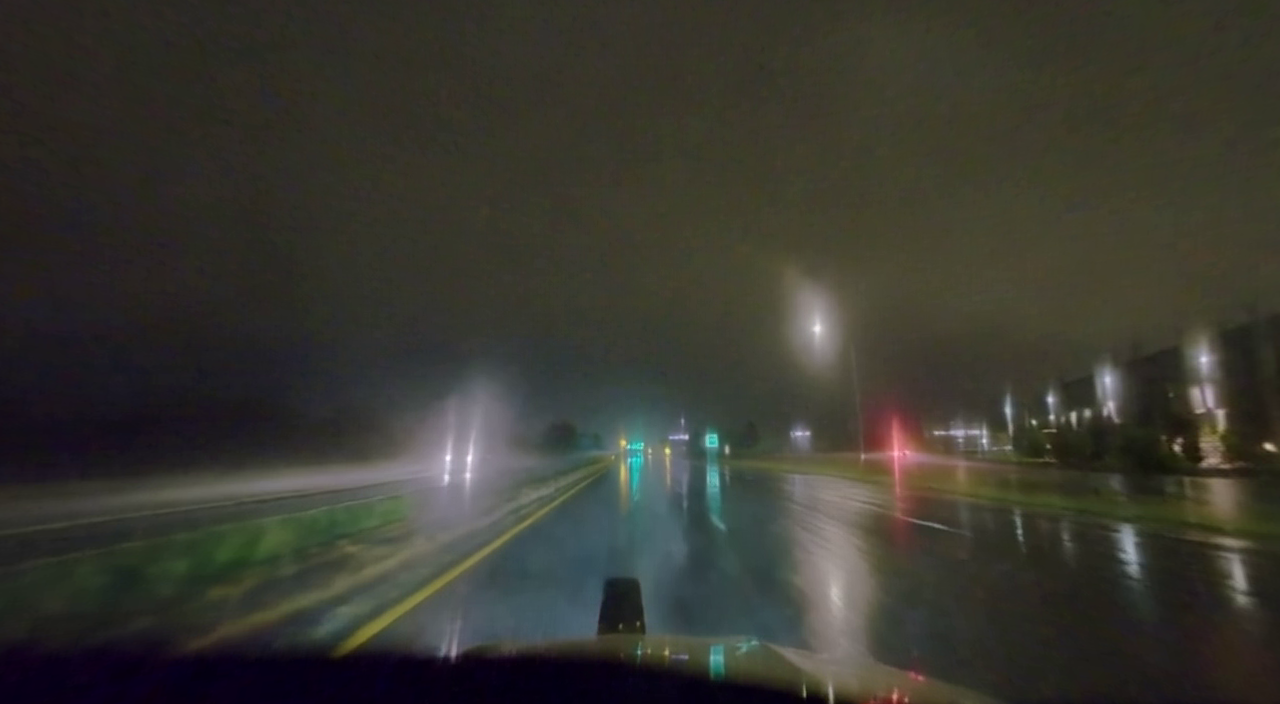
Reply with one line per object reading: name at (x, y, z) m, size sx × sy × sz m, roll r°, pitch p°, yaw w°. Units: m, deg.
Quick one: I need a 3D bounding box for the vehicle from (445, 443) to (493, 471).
vehicle at (-11.531, 7.103, 42.799) m, size 1.970 × 1.755 × 4.306 m, roll 0°, pitch -9°, yaw 0°
